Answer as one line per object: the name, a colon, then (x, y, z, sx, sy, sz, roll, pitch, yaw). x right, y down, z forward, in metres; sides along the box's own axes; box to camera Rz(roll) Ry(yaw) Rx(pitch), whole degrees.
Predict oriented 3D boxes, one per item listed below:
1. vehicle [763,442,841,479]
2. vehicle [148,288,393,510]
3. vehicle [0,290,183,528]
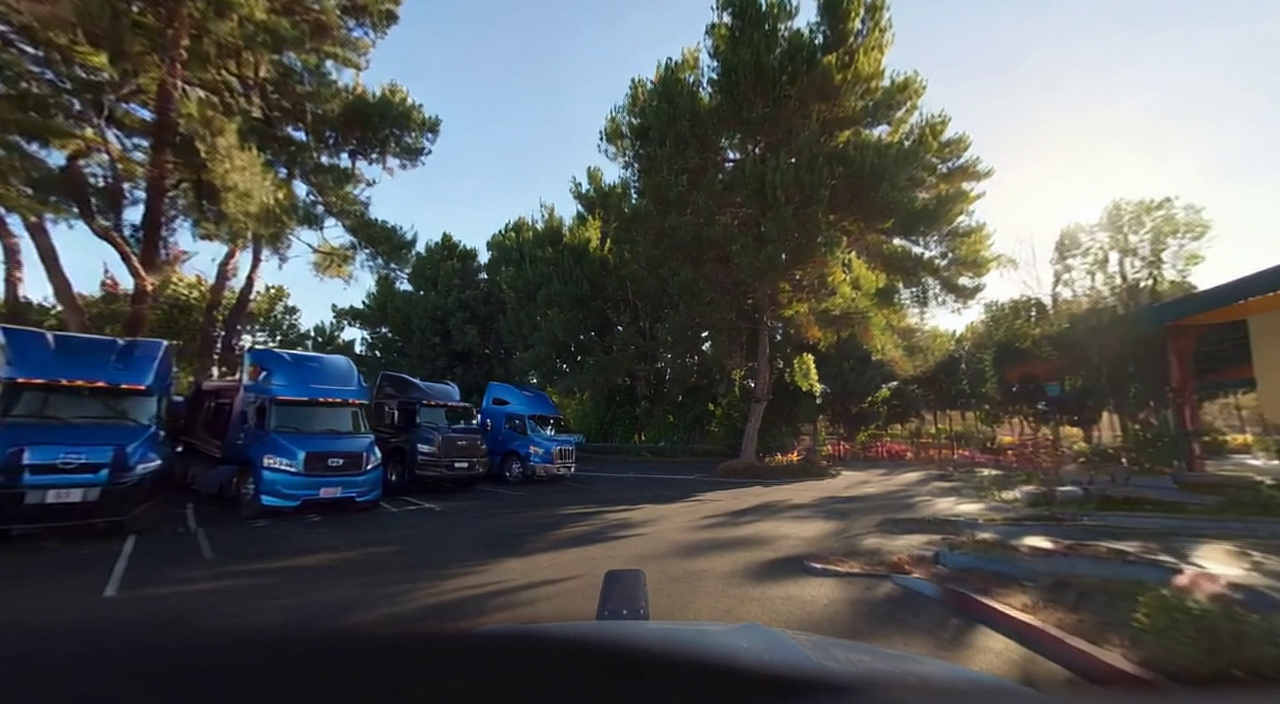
vehicle: (7.235, 4.808, 28.077, 1.809, 1.506, 3.473, -9, -12, 44)
vehicle: (-10.509, 1.652, 16.880, 2.948, 4.069, 11.906, 8, -12, -42)
vehicle: (-13.753, 1.658, 15.058, 3.038, 3.871, 11.512, 8, -12, -41)
